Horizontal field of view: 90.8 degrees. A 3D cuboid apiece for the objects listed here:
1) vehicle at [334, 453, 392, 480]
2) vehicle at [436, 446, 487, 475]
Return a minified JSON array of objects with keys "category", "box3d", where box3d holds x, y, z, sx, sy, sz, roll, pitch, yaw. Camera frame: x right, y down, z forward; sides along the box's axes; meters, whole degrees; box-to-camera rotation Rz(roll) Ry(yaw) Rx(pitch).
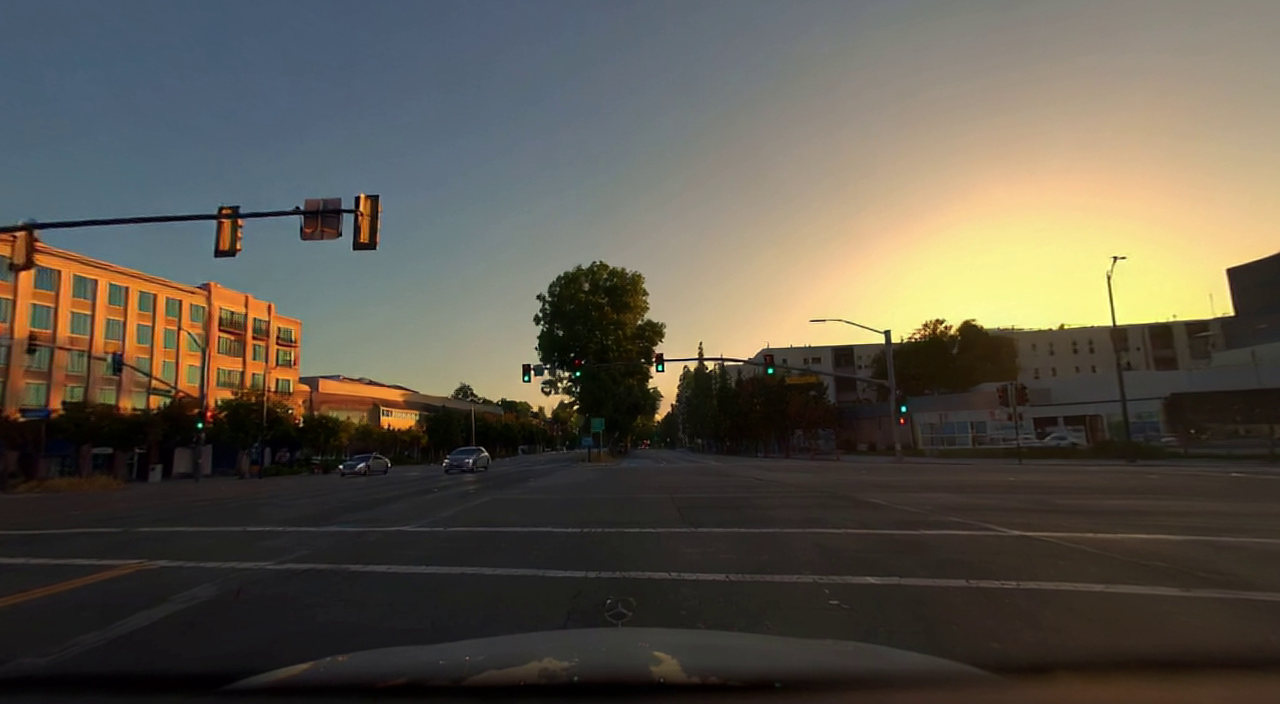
[{"category":"vehicle","box3d":[-18.842,7.792,43.185,1.933,1.664,4.255,0,-9,1]},{"category":"vehicle","box3d":[-12.188,7.416,43.479,2.151,1.847,4.634,0,-9,1]}]
